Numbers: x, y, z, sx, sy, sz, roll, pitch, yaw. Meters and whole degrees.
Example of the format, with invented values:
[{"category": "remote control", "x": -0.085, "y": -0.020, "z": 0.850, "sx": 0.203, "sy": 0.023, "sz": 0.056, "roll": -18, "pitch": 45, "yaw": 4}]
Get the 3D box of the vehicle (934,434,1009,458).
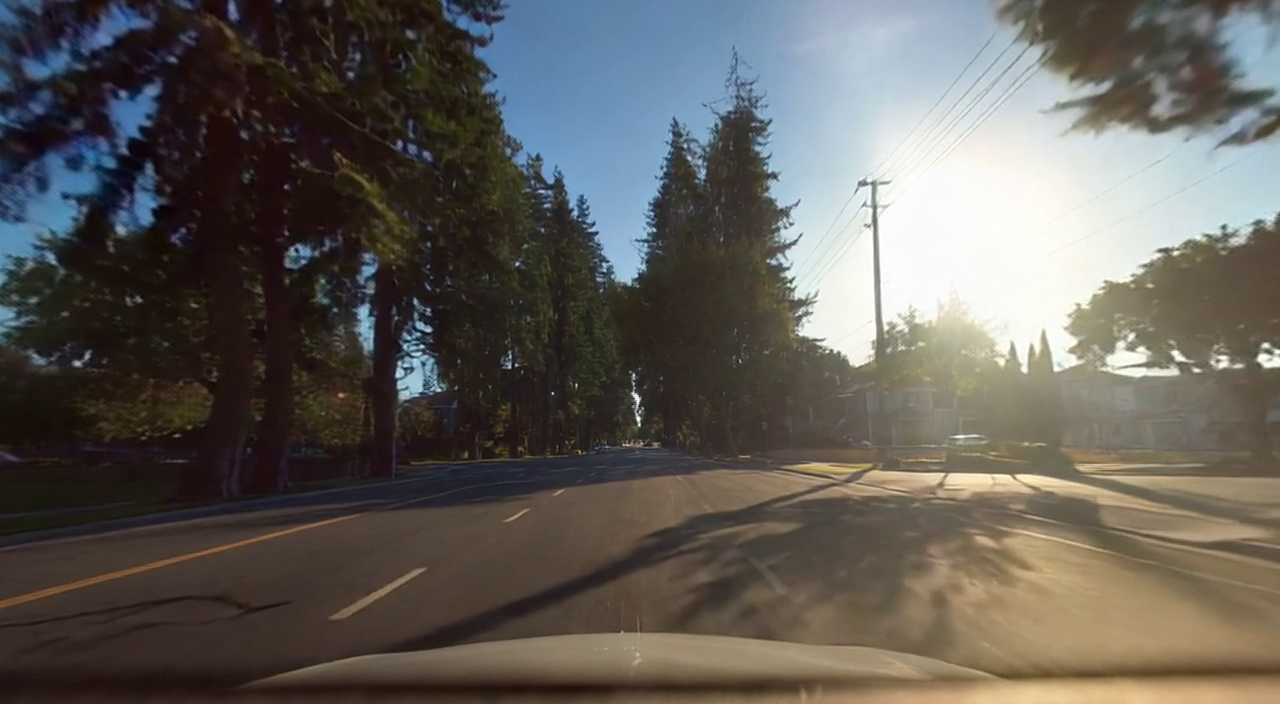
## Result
[{"category": "vehicle", "x": 24.407, "y": 6.932, "z": 46.539, "sx": 4.508, "sy": 1.687, "sz": 2.070, "roll": -2, "pitch": -9, "yaw": 15}]
